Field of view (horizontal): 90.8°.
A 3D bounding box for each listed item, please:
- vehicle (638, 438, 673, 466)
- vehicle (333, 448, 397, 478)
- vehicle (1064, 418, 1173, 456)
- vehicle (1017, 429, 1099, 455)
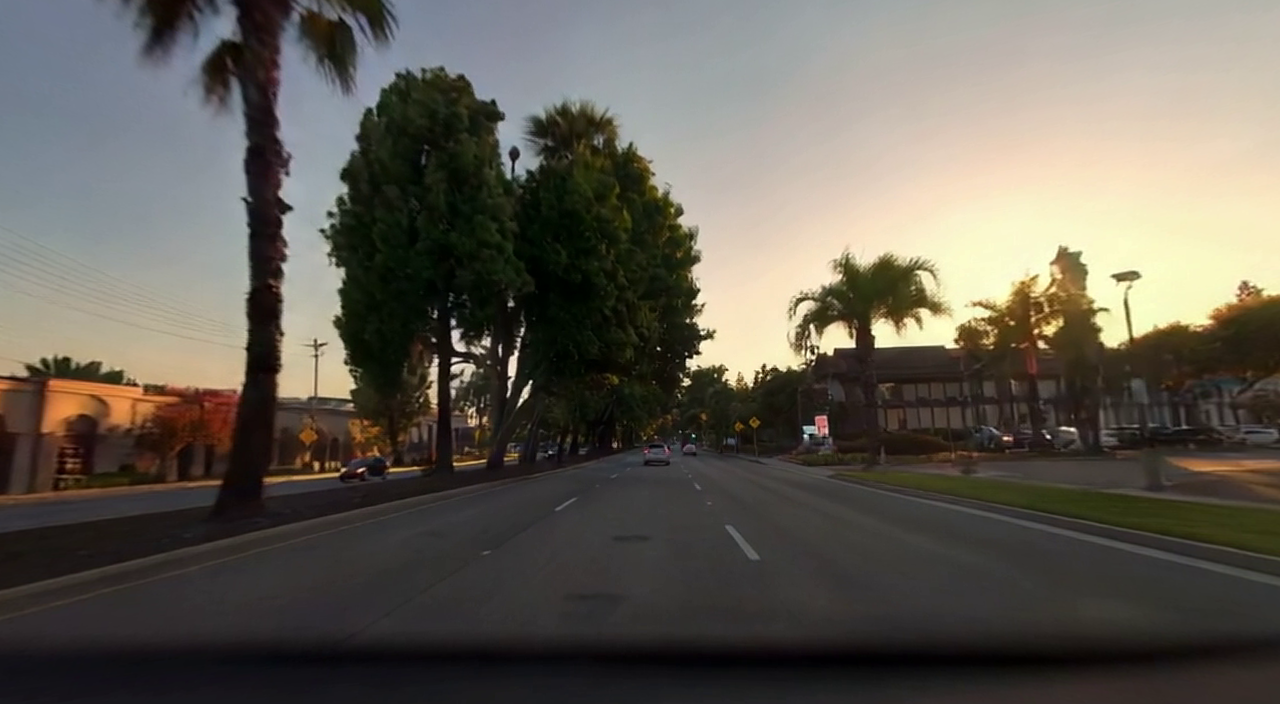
[{"bbox_3d":[1.043,6.636,41.990,2.147,1.745,4.648,0,-8,2],"label":"vehicle"},{"bbox_3d":[-17.258,6.949,39.918,1.939,1.710,4.543,0,-8,1],"label":"vehicle"},{"bbox_3d":[24.795,4.471,32.992,2.194,1.840,4.659,-1,-8,3],"label":"vehicle"},{"bbox_3d":[25.279,5.508,38.408,1.830,1.467,4.871,-1,-8,2],"label":"vehicle"}]
